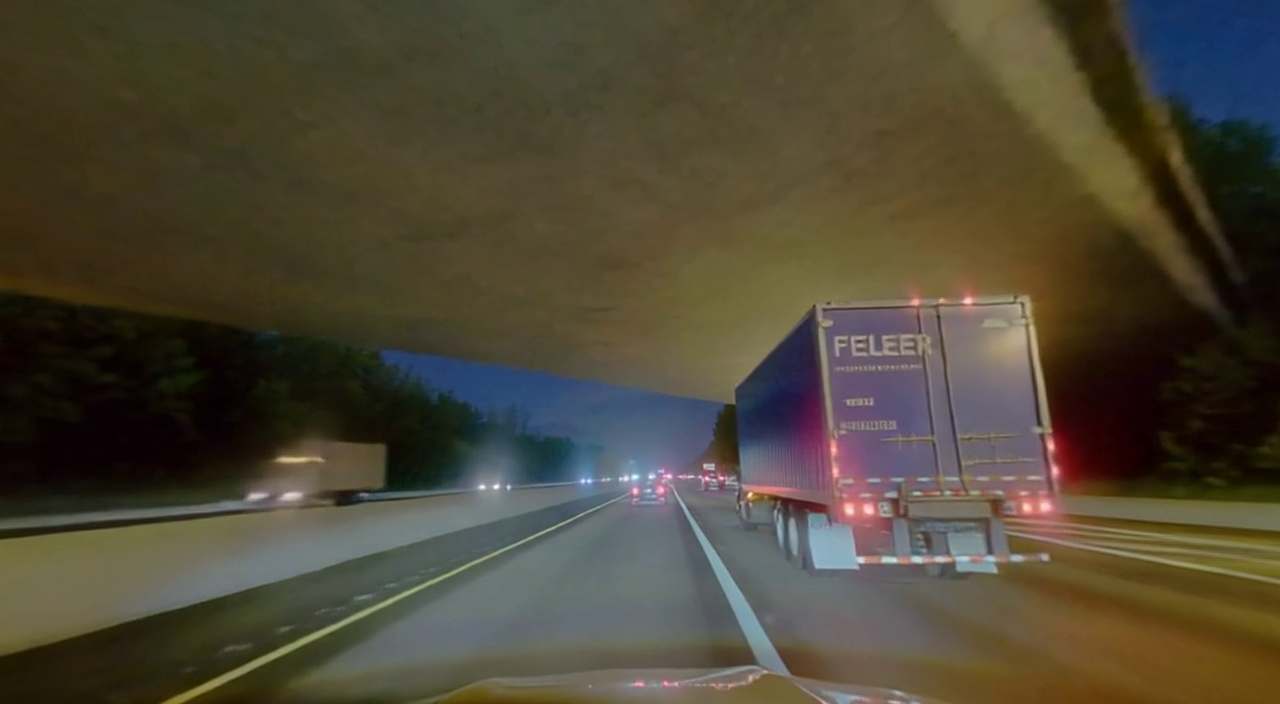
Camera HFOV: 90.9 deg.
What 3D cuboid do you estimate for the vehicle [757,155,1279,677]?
[{"bbox_3d":[4.043,1.186,9.287,2.980,3.834,9.423,1,-10,1],"label":"vehicle"}]

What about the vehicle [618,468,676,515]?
[{"bbox_3d":[0.323,5.597,25.629,2.124,1.653,4.857,1,-10,2],"label":"vehicle"}]

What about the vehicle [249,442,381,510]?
[{"bbox_3d":[-13.172,5.108,26.102,2.304,2.457,5.411,0,-10,2],"label":"vehicle"}]
